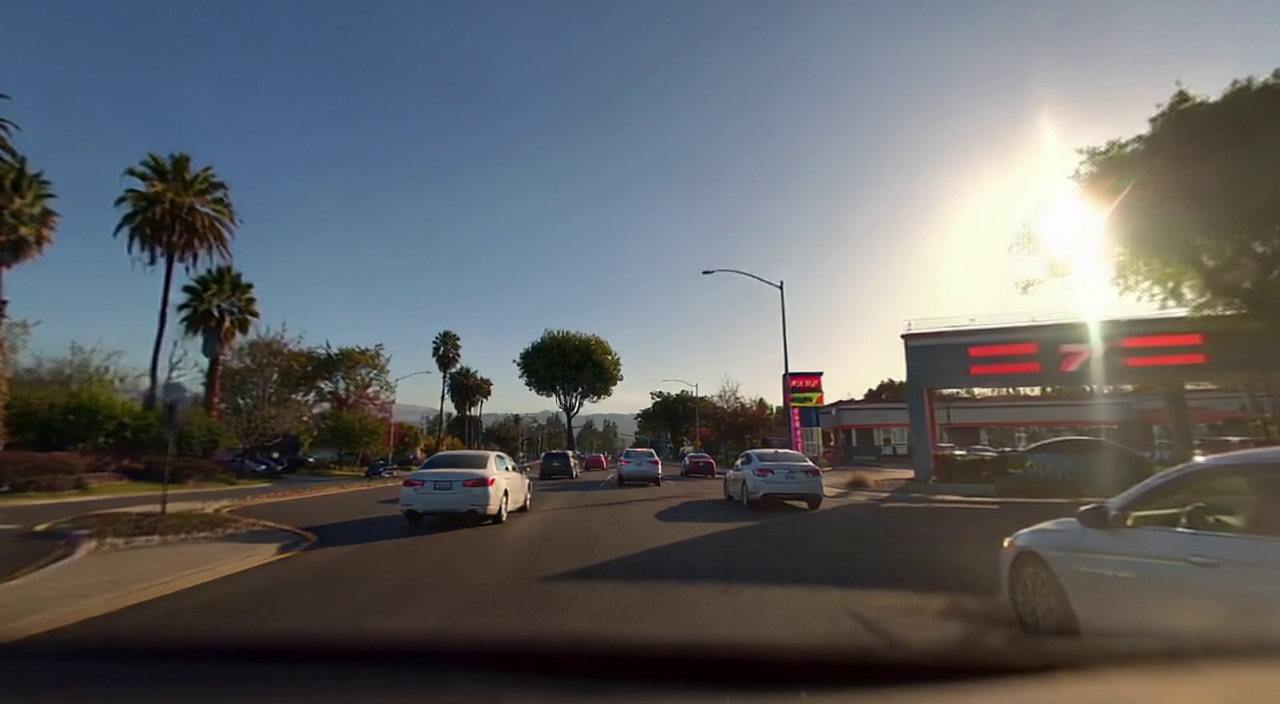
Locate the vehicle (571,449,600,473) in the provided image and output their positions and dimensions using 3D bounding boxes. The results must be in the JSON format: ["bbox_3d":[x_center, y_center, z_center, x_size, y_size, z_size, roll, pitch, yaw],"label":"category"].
[{"bbox_3d":[-4.088,8.250,47.669,1.871,1.673,3.920,0,-8,0],"label":"vehicle"}]

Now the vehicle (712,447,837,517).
[{"bbox_3d":[3.157,3.141,15.850,1.977,1.480,4.589,0,-8,-2],"label":"vehicle"}]

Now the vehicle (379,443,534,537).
[{"bbox_3d":[-3.341,2.549,12.374,1.864,1.505,4.202,0,-8,-1],"label":"vehicle"}]

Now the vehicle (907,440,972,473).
[{"bbox_3d":[18.221,6.361,38.538,1.905,1.833,4.347,0,-8,2],"label":"vehicle"}]

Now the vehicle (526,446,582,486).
[{"bbox_3d":[-3.846,5.177,28.955,1.932,1.695,4.235,0,-8,0],"label":"vehicle"}]

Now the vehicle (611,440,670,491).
[{"bbox_3d":[-0.009,4.540,25.550,2.164,1.867,4.254,0,-8,-1],"label":"vehicle"}]

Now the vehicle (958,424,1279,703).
[{"bbox_3d":[3.660,1.097,3.082,1.867,1.448,4.436,0,-8,0],"label":"vehicle"}]

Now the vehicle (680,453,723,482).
[{"bbox_3d":[3.400,6.453,35.534,1.880,1.476,3.932,0,-8,-2],"label":"vehicle"}]

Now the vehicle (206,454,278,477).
[{"bbox_3d":[-30.428,8.698,48.194,4.123,1.648,2.053,0,-8,0],"label":"vehicle"}]
